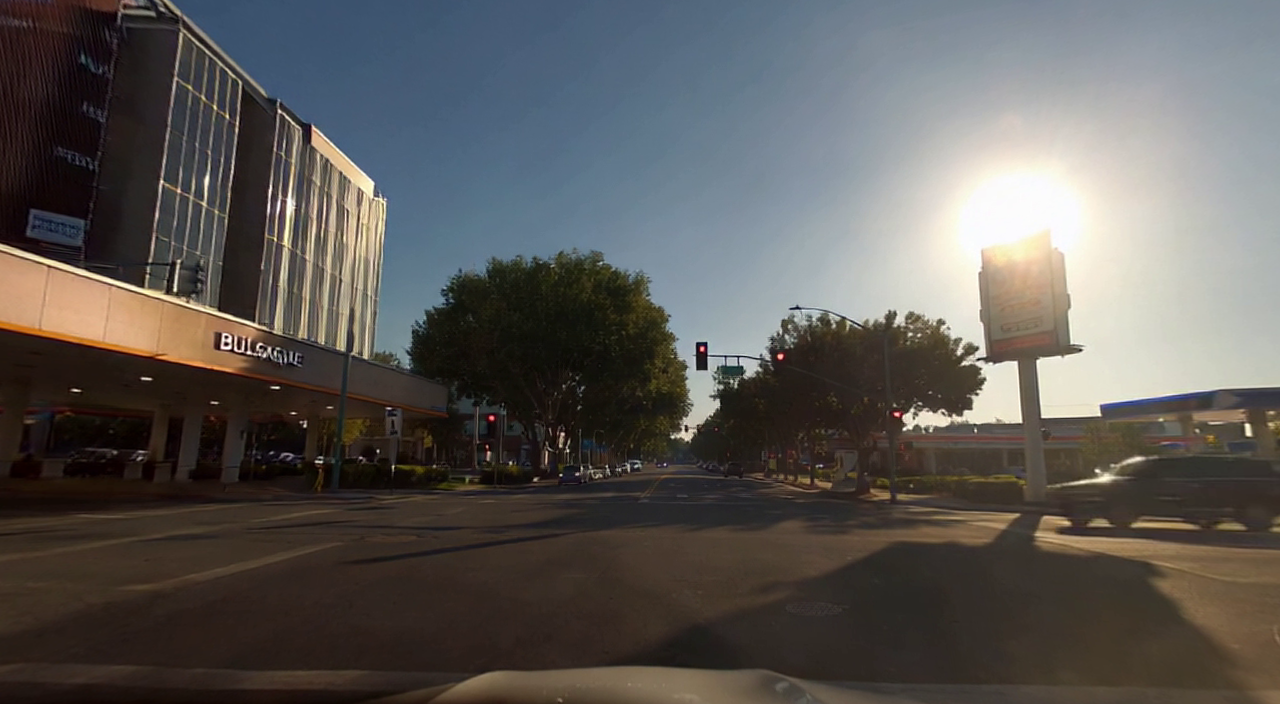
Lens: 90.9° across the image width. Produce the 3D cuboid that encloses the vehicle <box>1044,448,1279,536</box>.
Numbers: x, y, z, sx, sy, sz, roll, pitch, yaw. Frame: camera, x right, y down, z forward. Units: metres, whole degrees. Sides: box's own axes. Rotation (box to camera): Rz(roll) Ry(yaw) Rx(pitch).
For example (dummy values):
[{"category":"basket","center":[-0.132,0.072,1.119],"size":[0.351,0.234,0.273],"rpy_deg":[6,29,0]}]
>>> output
[{"category":"vehicle","center":[11.880,3.007,13.887],"size":[4.556,1.743,1.938],"rpy_deg":[0,-8,0]}]
